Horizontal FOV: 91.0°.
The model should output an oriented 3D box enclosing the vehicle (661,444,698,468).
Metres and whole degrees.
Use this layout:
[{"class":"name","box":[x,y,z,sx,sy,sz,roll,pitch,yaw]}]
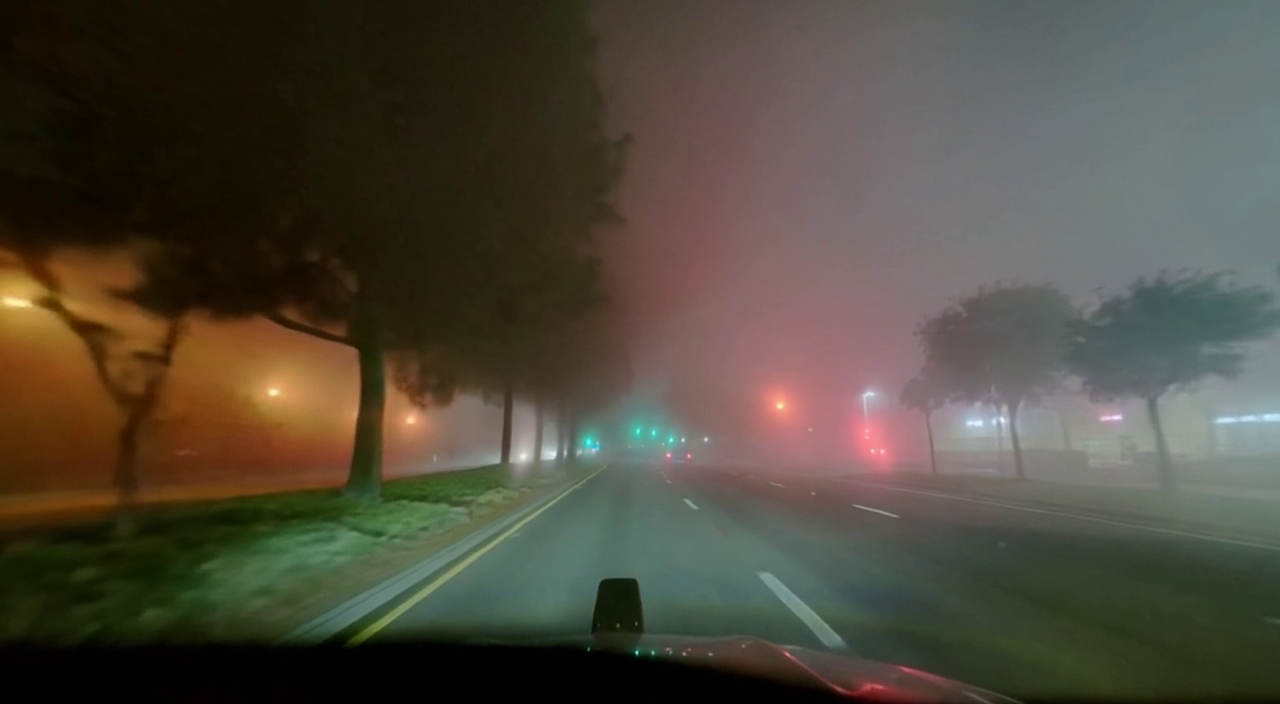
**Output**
[{"class":"vehicle","box":[2.557,6.842,41.485,2.015,1.479,4.444,0,-9,-2]}]
